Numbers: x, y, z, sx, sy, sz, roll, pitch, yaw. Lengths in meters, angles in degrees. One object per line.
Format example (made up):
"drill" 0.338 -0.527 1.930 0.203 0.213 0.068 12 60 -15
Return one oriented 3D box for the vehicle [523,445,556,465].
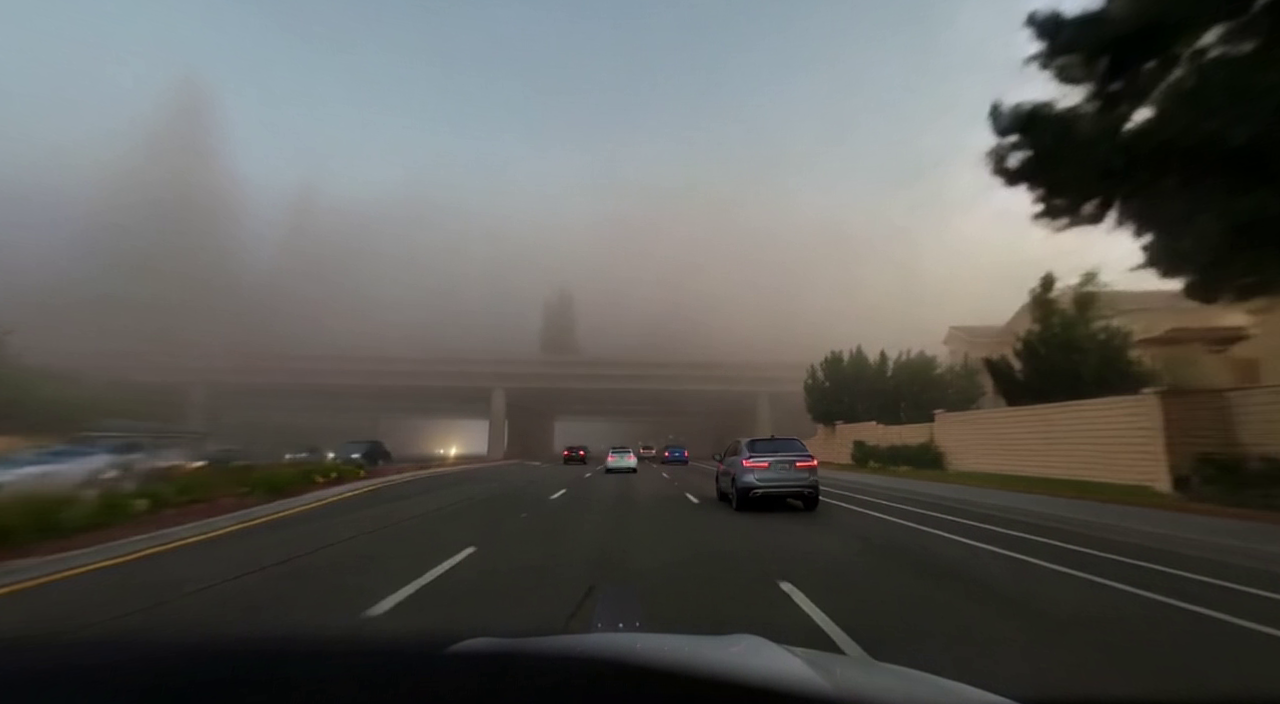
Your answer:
"vehicle" -7.754 7.973 49.135 2.007 1.519 4.366 0 -8 -3
